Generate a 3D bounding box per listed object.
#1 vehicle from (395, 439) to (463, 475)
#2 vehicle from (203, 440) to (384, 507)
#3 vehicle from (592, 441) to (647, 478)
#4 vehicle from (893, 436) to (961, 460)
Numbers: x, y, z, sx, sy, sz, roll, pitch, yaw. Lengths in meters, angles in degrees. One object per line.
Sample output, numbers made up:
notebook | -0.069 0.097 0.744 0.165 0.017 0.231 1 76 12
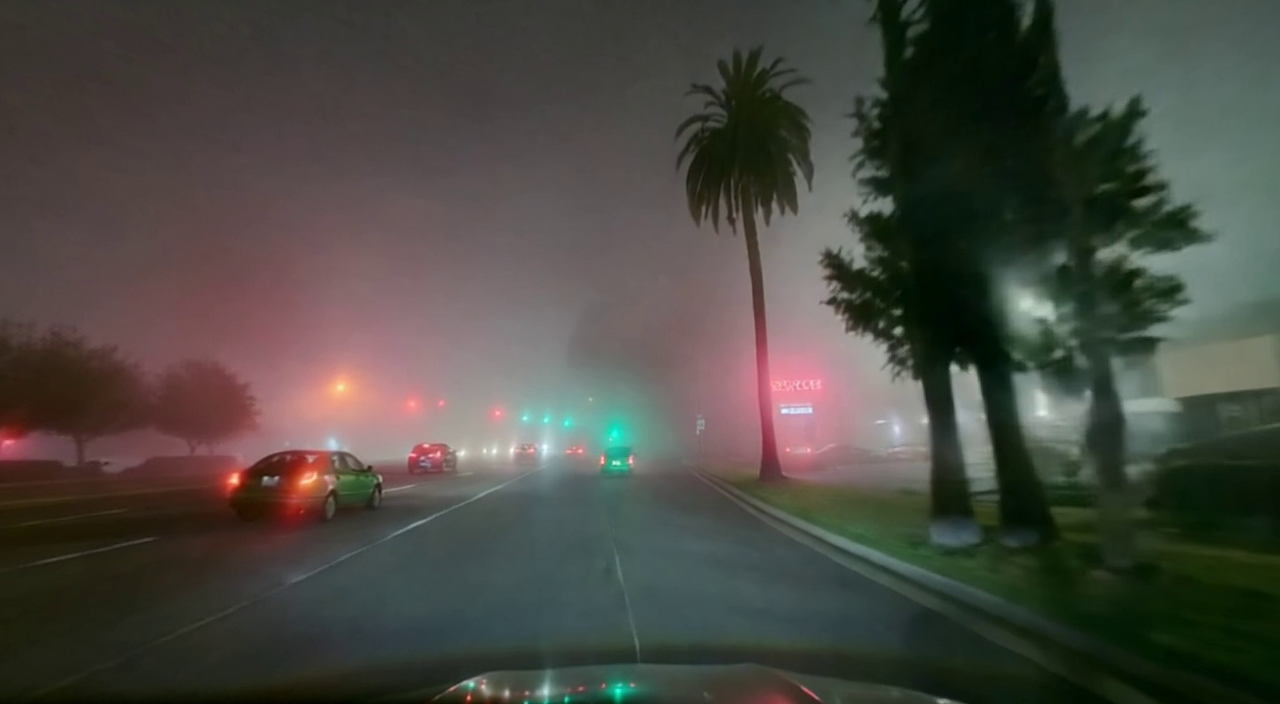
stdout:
vehicle | -10.767 5.394 32.700 2.108 1.669 5.076 1 -9 -4
vehicle | -8.548 3.022 16.177 1.958 1.455 4.504 0 -9 2
vehicle | -0.806 4.733 28.004 2.070 1.493 4.570 -1 -9 3
vehicle | 19.097 6.472 42.285 1.882 1.463 4.550 1 -10 -8
